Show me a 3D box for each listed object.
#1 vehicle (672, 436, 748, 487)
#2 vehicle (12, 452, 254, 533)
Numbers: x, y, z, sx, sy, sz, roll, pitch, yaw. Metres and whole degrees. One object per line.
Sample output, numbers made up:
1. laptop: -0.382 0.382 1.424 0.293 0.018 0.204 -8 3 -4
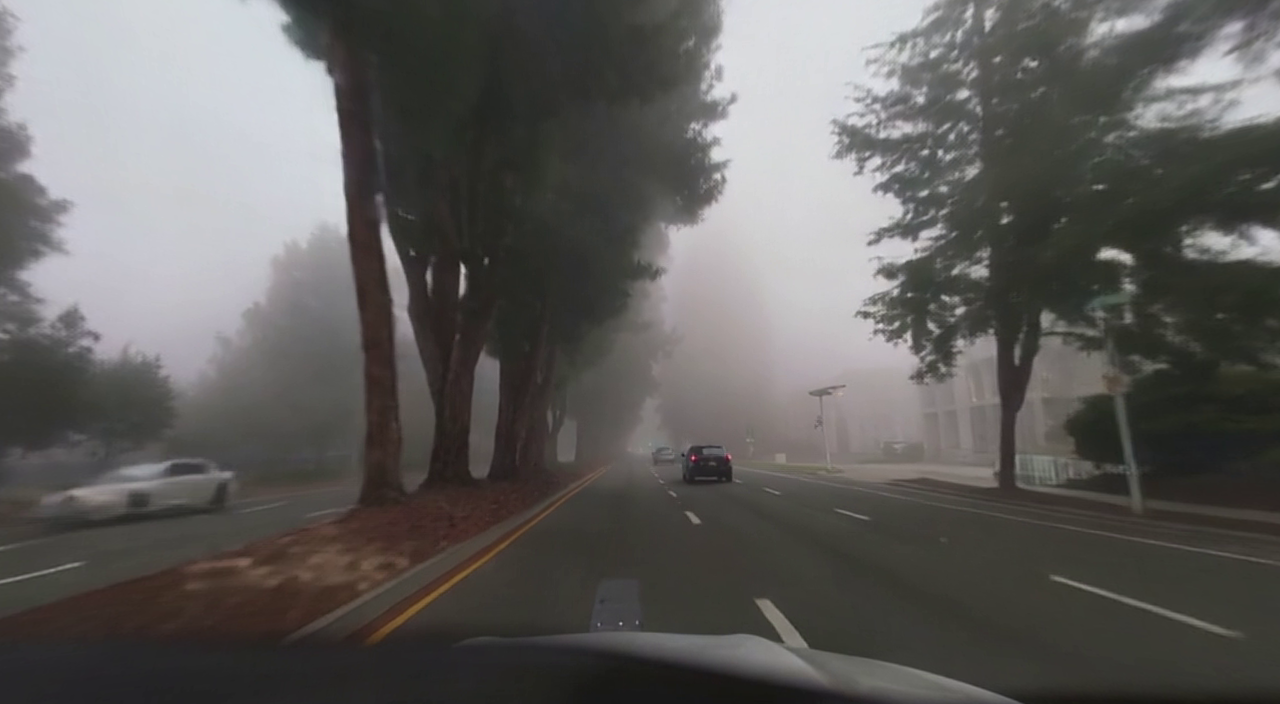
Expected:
1. vehicle: 2.555 4.132 24.224 2.240 1.740 4.605 0 -8 -2
2. vehicle: -12.177 3.340 15.788 1.888 1.615 5.012 0 -8 0
